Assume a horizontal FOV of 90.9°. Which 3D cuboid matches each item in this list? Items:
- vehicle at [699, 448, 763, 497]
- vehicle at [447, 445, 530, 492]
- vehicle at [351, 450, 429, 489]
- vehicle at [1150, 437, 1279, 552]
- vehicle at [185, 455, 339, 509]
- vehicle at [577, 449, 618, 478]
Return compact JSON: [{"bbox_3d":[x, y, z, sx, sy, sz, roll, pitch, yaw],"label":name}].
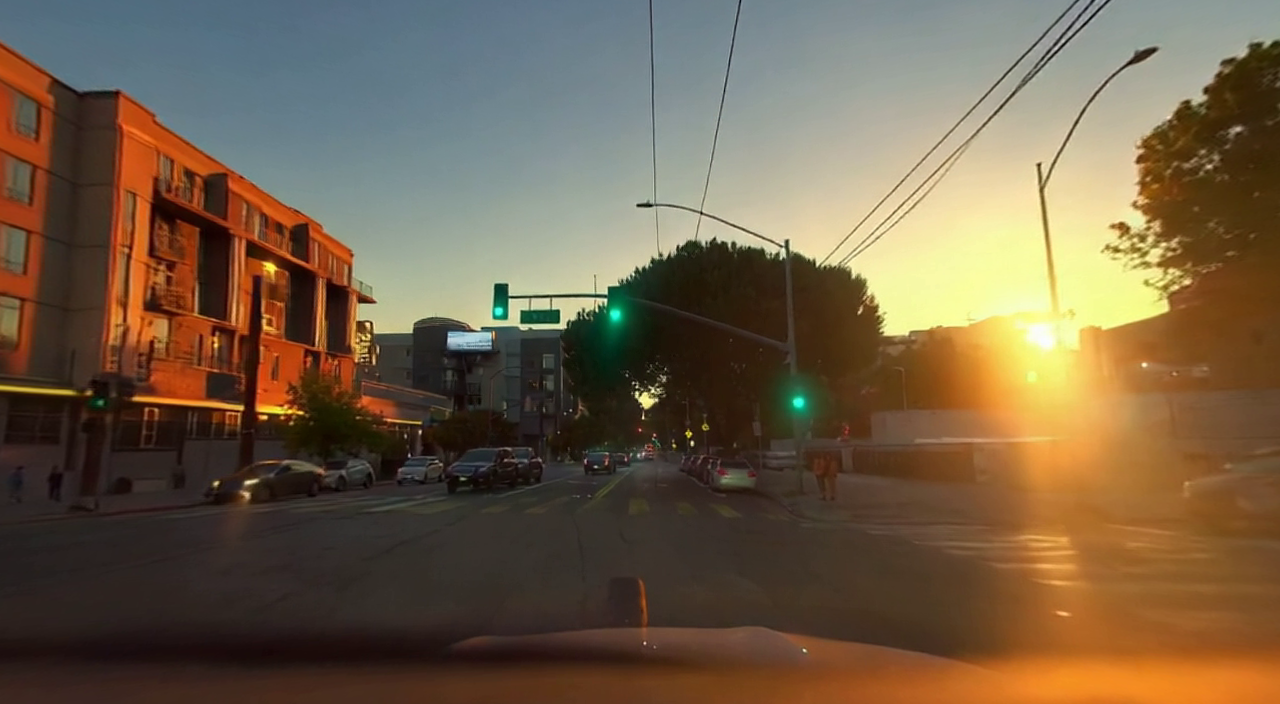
[{"bbox_3d":[3.629,4.869,25.812,1.924,1.765,3.954,0,-8,-1],"label":"vehicle"},{"bbox_3d":[-5.576,4.328,23.801,1.942,1.559,4.298,0,-8,2],"label":"vehicle"},{"bbox_3d":[-11.724,5.505,29.884,1.933,1.628,3.973,0,-8,2],"label":"vehicle"},{"bbox_3d":[11.363,2.247,10.290,4.288,1.689,1.909,0,-8,3],"label":"vehicle"},{"bbox_3d":[-12.249,4.207,20.892,1.934,1.434,4.636,-1,-8,5],"label":"vehicle"},{"bbox_3d":[-2.335,6.263,35.621,1.973,1.496,3.713,0,-8,1],"label":"vehicle"}]
